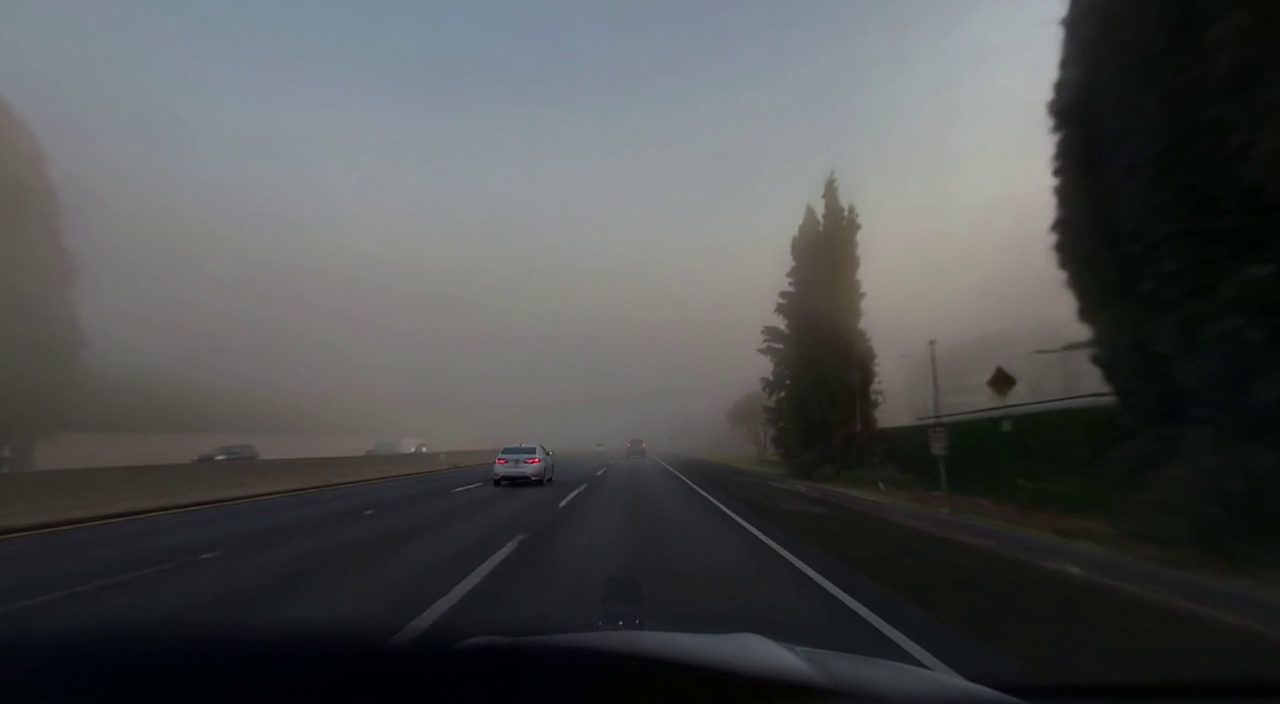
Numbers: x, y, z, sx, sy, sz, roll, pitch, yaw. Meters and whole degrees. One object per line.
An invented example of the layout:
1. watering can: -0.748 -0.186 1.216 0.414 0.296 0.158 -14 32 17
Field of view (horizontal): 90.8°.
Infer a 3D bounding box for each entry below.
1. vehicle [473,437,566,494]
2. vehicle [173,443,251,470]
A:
1. vehicle: -3.381 3.274 18.594 1.920 1.463 4.134 0 -8 0
2. vehicle: -31.677 7.716 46.987 2.260 1.908 4.930 0 -8 0
